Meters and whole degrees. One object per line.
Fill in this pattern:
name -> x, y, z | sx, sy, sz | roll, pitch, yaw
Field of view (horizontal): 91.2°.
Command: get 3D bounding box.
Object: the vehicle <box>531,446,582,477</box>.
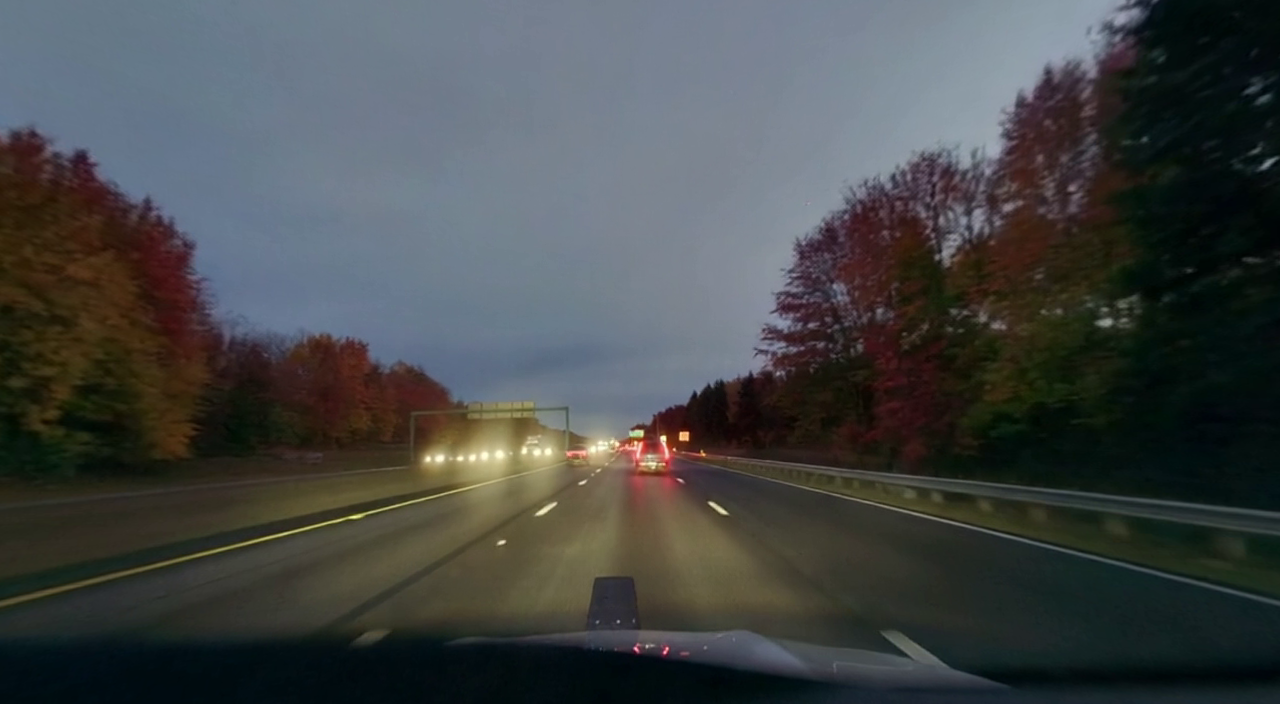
vehicle -> -4.012, 5.323, 30.720 | 2.037, 1.418, 3.793 | 0, -9, 0

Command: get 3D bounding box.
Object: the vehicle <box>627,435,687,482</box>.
vehicle -> 0.605, 4.361, 25.846 | 2.250, 1.718, 4.358 | 0, -9, -1
